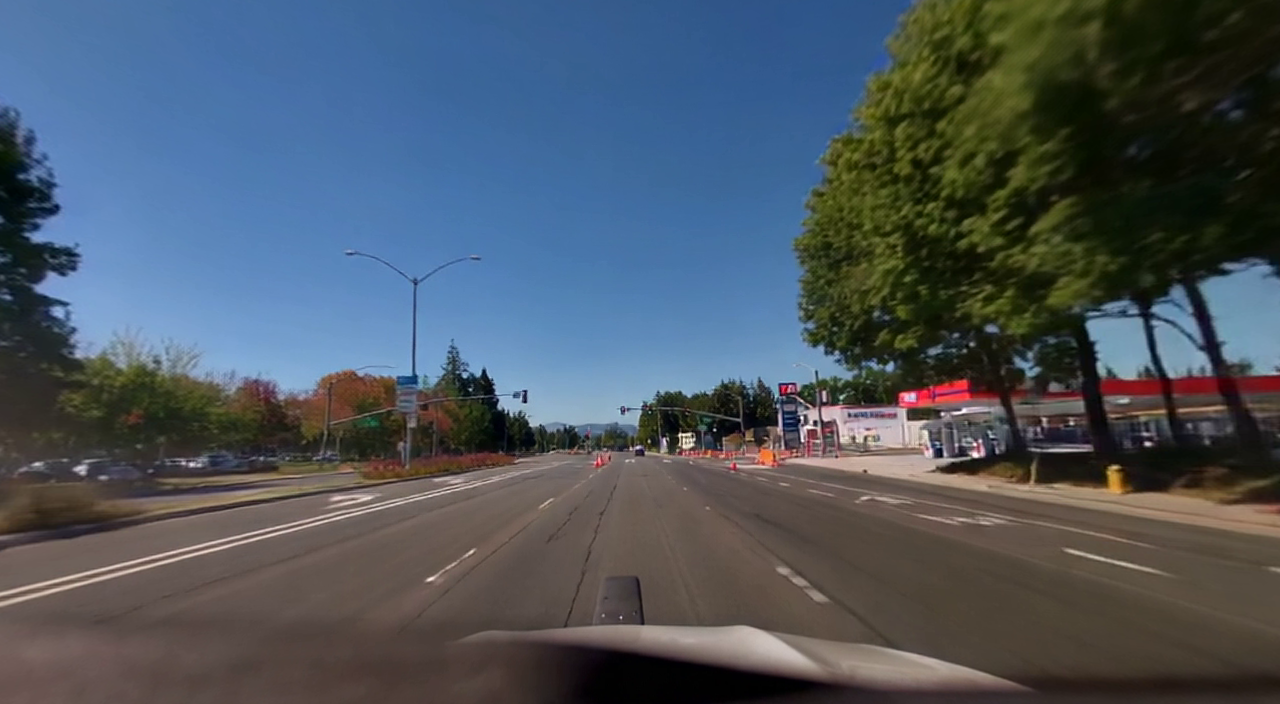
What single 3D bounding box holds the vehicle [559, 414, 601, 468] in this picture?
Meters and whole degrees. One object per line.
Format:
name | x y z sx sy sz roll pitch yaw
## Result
vehicle | -4.158 6.149 43.969 2.637 3.576 3.006 -1 -7 -1
